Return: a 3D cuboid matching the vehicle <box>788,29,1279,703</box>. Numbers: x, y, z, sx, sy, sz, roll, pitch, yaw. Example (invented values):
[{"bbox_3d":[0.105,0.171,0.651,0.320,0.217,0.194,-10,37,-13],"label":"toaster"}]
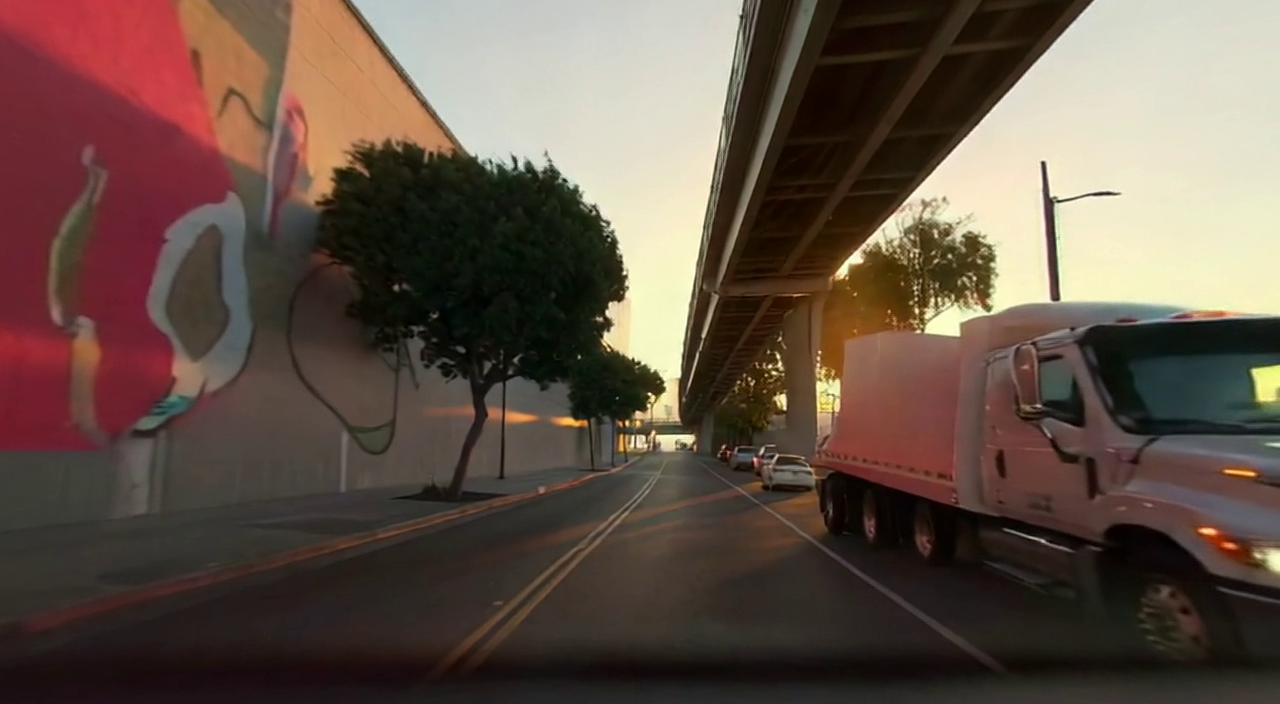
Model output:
[{"bbox_3d":[4.227,0.660,8.103,2.849,3.893,9.347,-1,-8,4],"label":"vehicle"}]
